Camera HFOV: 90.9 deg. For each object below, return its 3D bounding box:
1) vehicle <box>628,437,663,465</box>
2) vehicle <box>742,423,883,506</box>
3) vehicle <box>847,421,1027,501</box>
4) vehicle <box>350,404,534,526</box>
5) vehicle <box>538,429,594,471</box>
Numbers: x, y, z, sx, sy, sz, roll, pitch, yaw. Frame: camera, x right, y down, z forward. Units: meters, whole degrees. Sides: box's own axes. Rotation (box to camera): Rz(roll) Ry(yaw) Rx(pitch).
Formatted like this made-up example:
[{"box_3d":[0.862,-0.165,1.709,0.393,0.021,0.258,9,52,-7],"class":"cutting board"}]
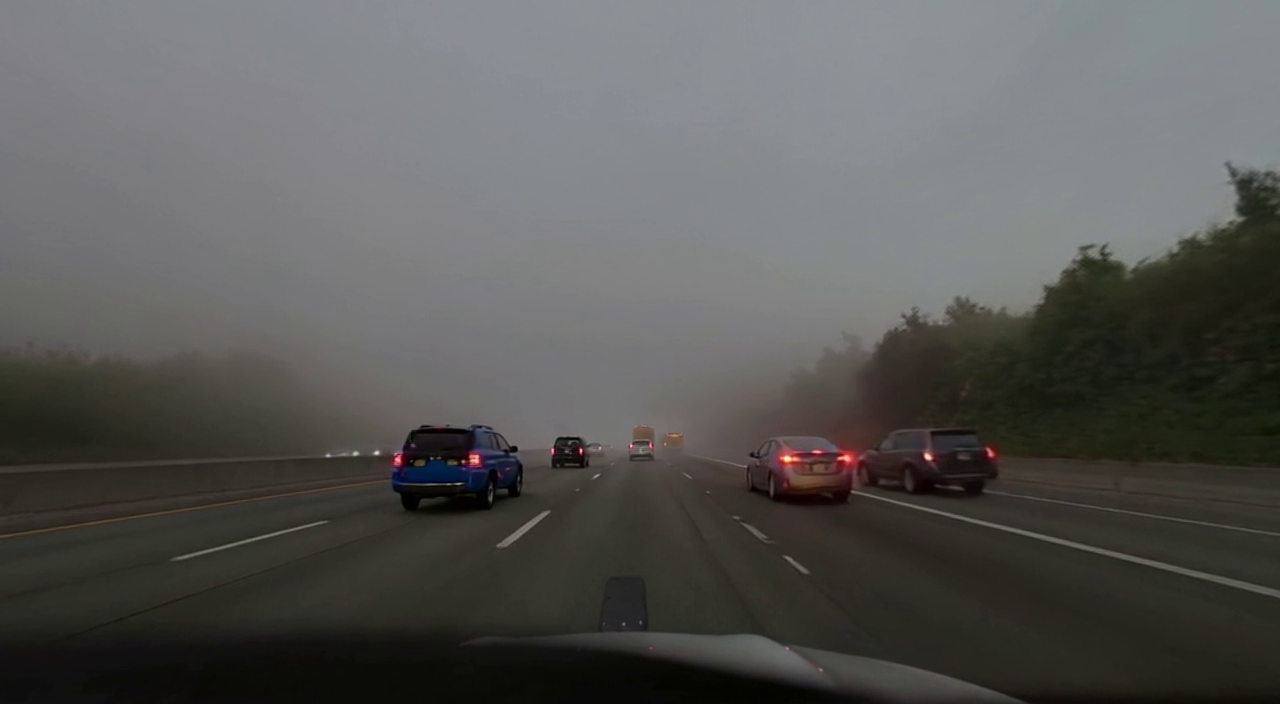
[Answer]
[{"box_3d":[0.325,6.128,39.218,2.042,1.632,3.654,0,-8,0],"class":"vehicle"},{"box_3d":[3.896,2.643,15.227,2.050,1.661,4.636,0,-8,-1],"class":"vehicle"},{"box_3d":[7.759,2.929,17.371,2.191,1.807,5.692,0,-8,0],"class":"vehicle"},{"box_3d":[-3.490,2.106,12.208,2.016,1.898,4.458,0,-8,1],"class":"vehicle"},{"box_3d":[-3.502,4.756,30.653,2.155,1.843,4.567,0,-8,0],"class":"vehicle"}]
